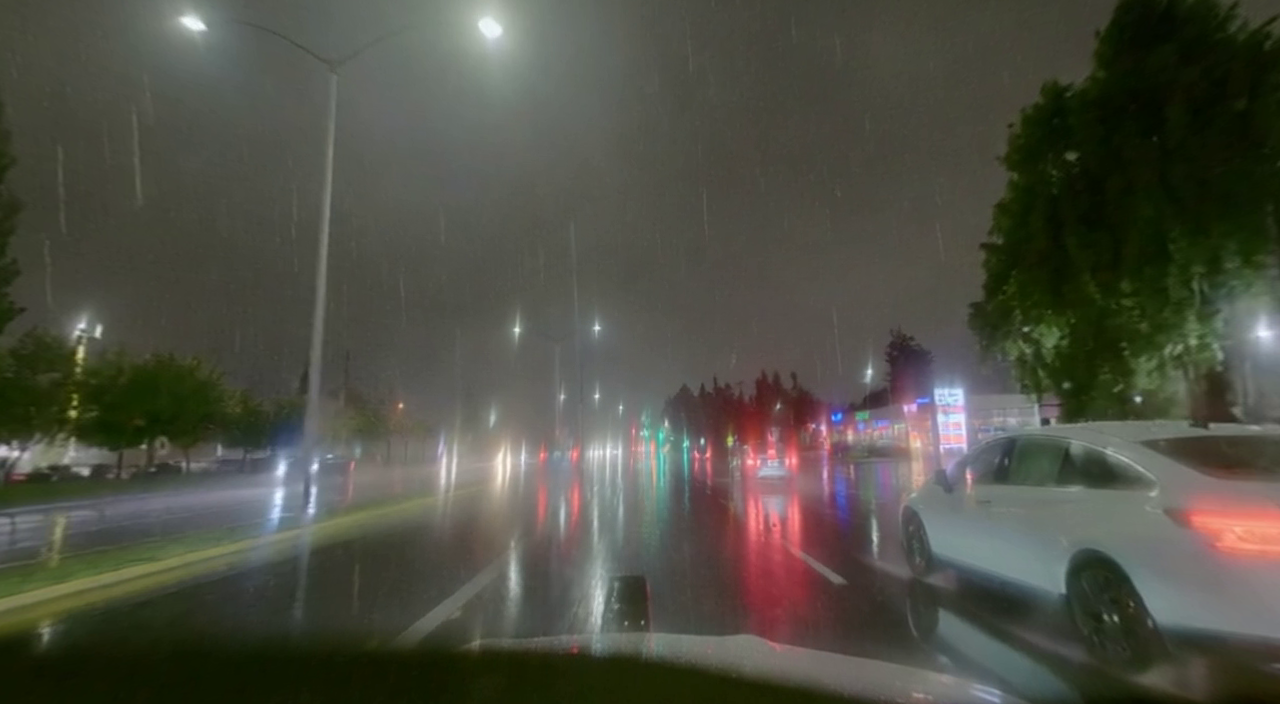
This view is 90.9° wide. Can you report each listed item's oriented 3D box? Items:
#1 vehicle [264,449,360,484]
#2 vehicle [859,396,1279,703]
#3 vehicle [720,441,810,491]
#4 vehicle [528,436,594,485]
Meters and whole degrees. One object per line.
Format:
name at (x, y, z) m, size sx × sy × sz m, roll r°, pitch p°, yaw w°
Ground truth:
vehicle at (-19.296, 6.722, 37.517) m, size 2.501 × 1.862 × 5.754 m, roll -1°, pitch -9°, yaw 2°
vehicle at (3.494, 1.258, 4.755) m, size 1.976 × 1.491 × 4.714 m, roll 0°, pitch -8°, yaw 0°
vehicle at (4.085, 3.801, 21.488) m, size 2.036 × 1.480 × 4.659 m, roll 0°, pitch -8°, yaw -1°
vehicle at (-2.998, 4.222, 24.804) m, size 1.981 × 1.731 × 4.360 m, roll 0°, pitch -9°, yaw 1°
